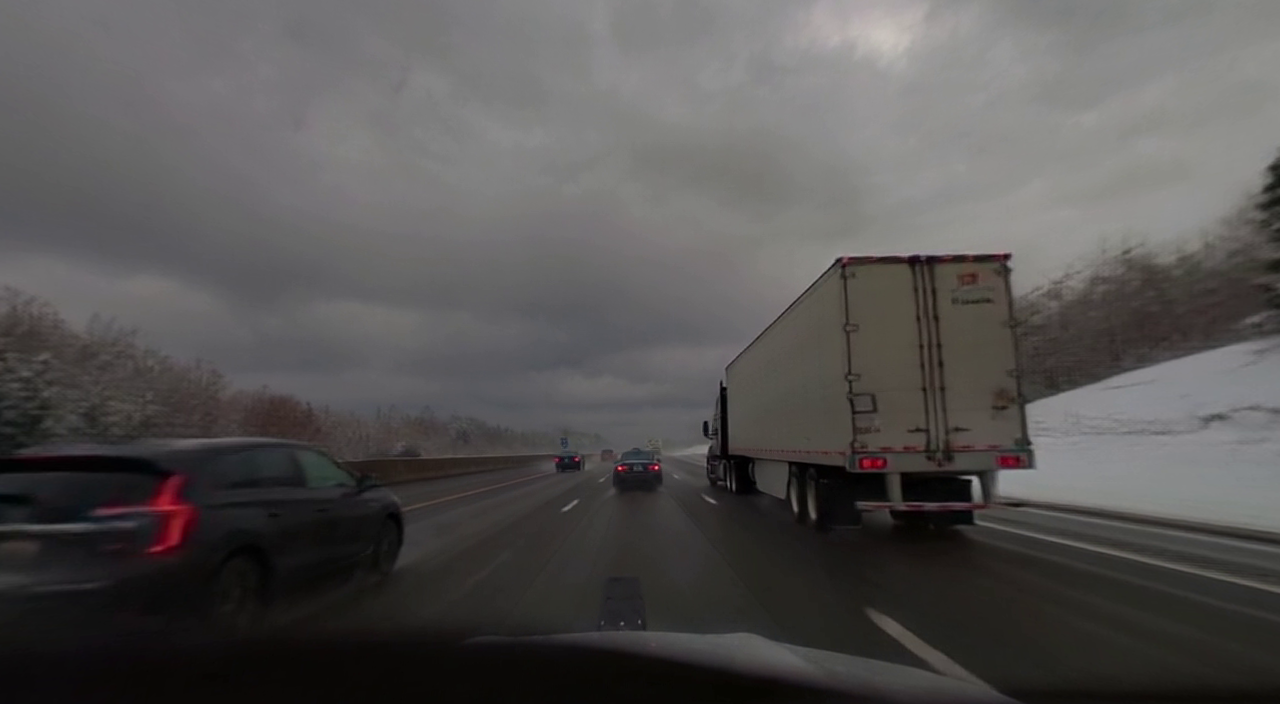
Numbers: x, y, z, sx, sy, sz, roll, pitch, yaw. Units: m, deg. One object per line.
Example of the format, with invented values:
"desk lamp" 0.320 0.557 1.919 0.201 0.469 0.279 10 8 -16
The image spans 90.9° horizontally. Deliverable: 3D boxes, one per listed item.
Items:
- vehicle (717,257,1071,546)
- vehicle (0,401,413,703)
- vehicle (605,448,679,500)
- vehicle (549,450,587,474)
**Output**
"vehicle" 4.398 1.744 16.053 2.905 4.109 14.332 0 -9 -1
"vehicle" -3.714 1.359 5.003 2.153 1.581 4.375 0 -9 0
"vehicle" 0.033 3.667 19.308 2.023 1.400 4.028 0 -9 -1
"vehicle" -4.554 7.043 40.594 2.017 1.460 4.382 0 -9 -1
